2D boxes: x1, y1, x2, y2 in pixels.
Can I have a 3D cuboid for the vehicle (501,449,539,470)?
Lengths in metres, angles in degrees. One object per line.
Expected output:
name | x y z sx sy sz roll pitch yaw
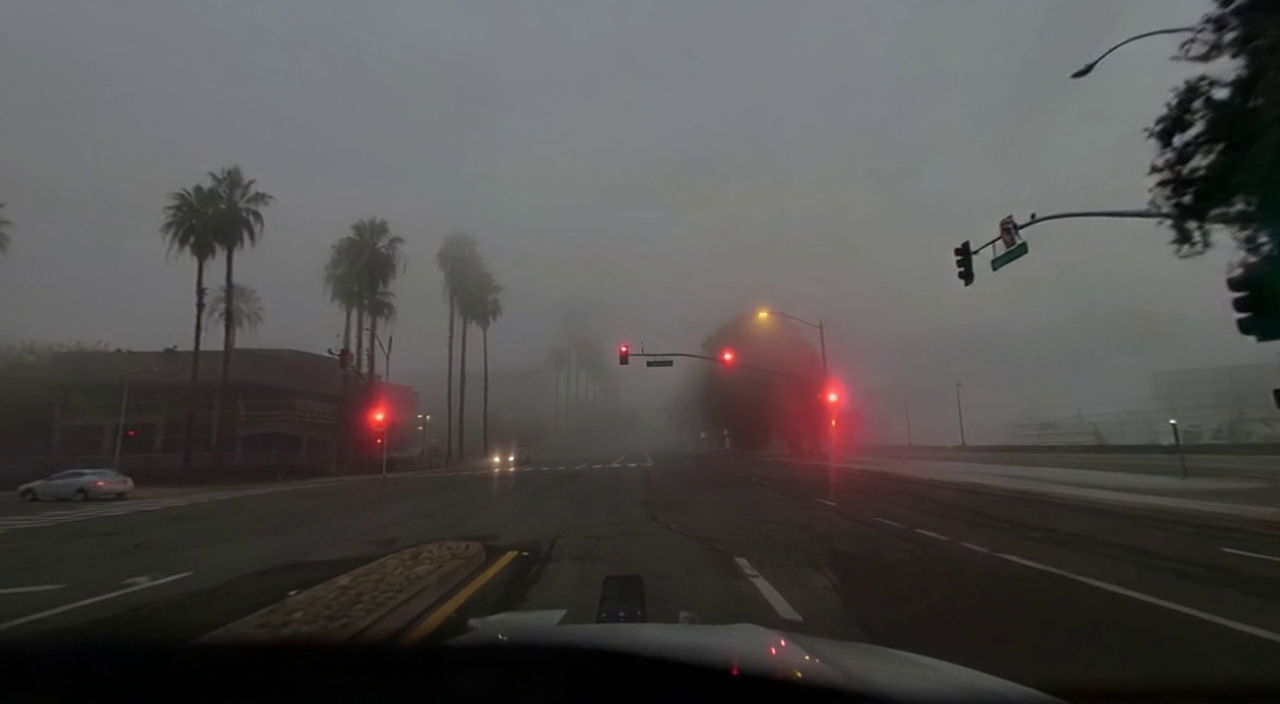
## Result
vehicle | -9.209 8.283 48.748 2.149 1.477 4.186 0 -9 0

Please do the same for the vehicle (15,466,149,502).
vehicle | -25.146 5.933 28.555 4.386 1.481 2.037 -1 -9 8
